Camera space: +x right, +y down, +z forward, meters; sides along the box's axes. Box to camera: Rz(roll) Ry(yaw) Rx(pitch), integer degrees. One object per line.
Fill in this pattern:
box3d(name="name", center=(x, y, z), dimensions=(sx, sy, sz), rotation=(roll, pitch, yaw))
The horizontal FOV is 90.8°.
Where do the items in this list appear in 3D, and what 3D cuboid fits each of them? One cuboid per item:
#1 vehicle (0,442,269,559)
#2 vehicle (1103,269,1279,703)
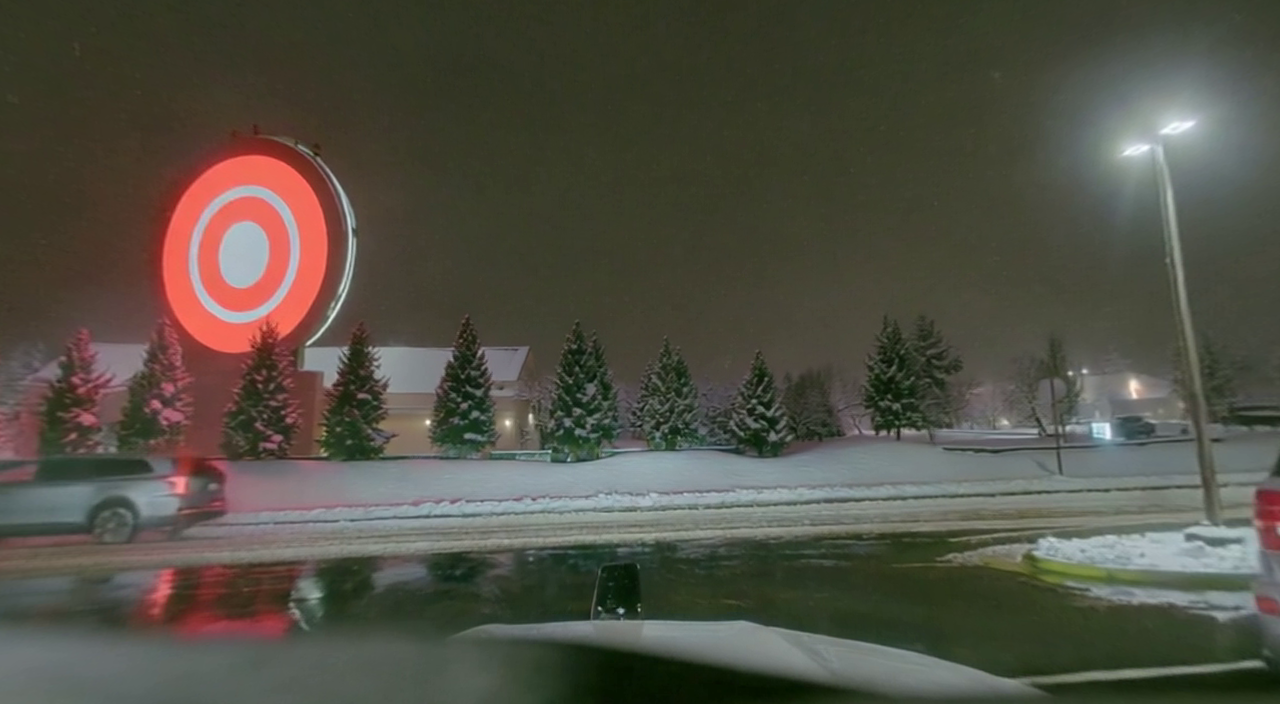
box3d(name="vehicle", center=(-9.637, 2.482, 10.973), dimensions=(4.957, 1.788, 2.092), rotation=(1, -9, -9))
box3d(name="vehicle", center=(4.991, 0.606, 2.246), dimensions=(4.864, 1.916, 2.413), rotation=(1, -9, -5))
